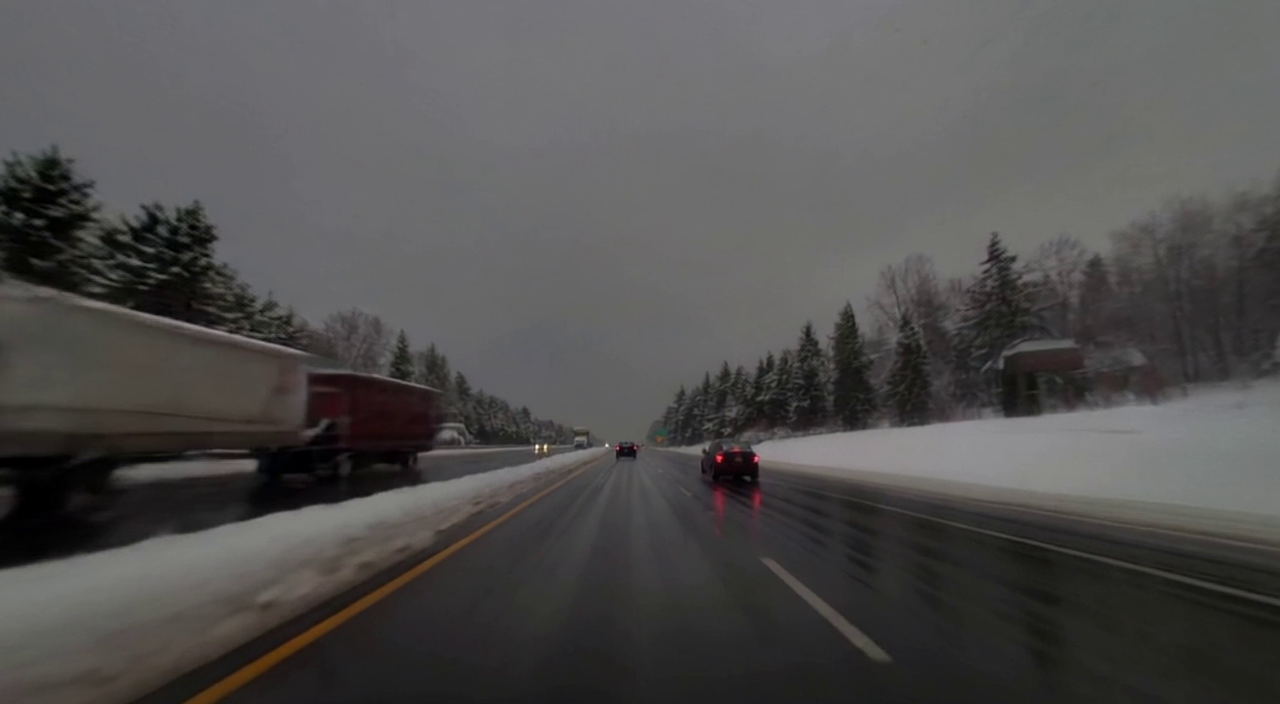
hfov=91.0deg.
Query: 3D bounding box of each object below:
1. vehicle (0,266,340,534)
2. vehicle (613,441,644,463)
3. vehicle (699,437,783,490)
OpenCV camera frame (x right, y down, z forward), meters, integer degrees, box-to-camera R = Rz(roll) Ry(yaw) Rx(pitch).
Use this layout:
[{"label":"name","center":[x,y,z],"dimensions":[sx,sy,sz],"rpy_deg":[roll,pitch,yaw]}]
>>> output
[{"label":"vehicle","center":[-11.081,1.389,13.988],"dimensions":[2.876,3.973,12.525],"rpy_deg":[0,-8,-1]},{"label":"vehicle","center":[-0.875,7.393,46.689],"dimensions":[2.178,1.559,4.254],"rpy_deg":[0,-8,-1]},{"label":"vehicle","center":[3.171,3.586,20.594],"dimensions":[2.146,1.546,3.796],"rpy_deg":[-1,-8,1]}]
